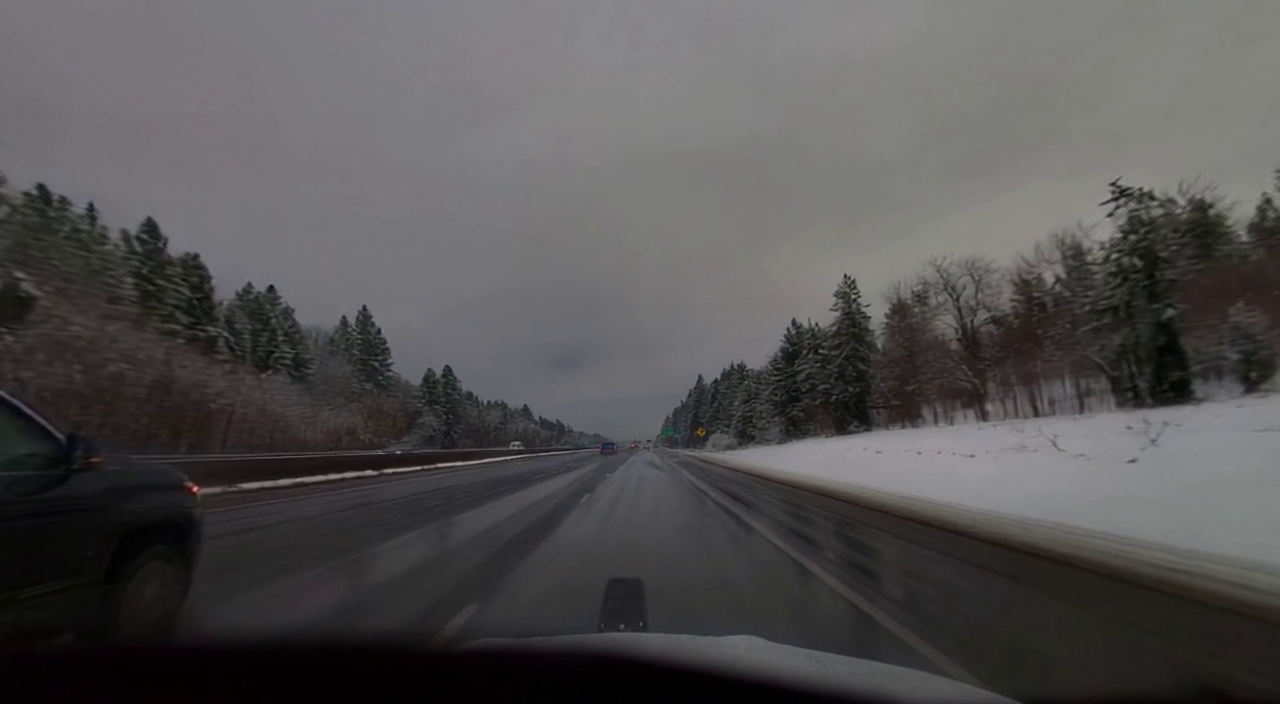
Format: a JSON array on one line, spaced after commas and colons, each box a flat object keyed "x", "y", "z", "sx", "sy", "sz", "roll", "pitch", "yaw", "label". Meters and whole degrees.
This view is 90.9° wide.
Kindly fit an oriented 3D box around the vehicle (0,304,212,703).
[{"x": -4.097, "y": 0.529, "z": 1.099, "sx": 2.316, "sy": 1.970, "sz": 5.966, "roll": 0, "pitch": -8, "yaw": 2, "label": "vehicle"}]
